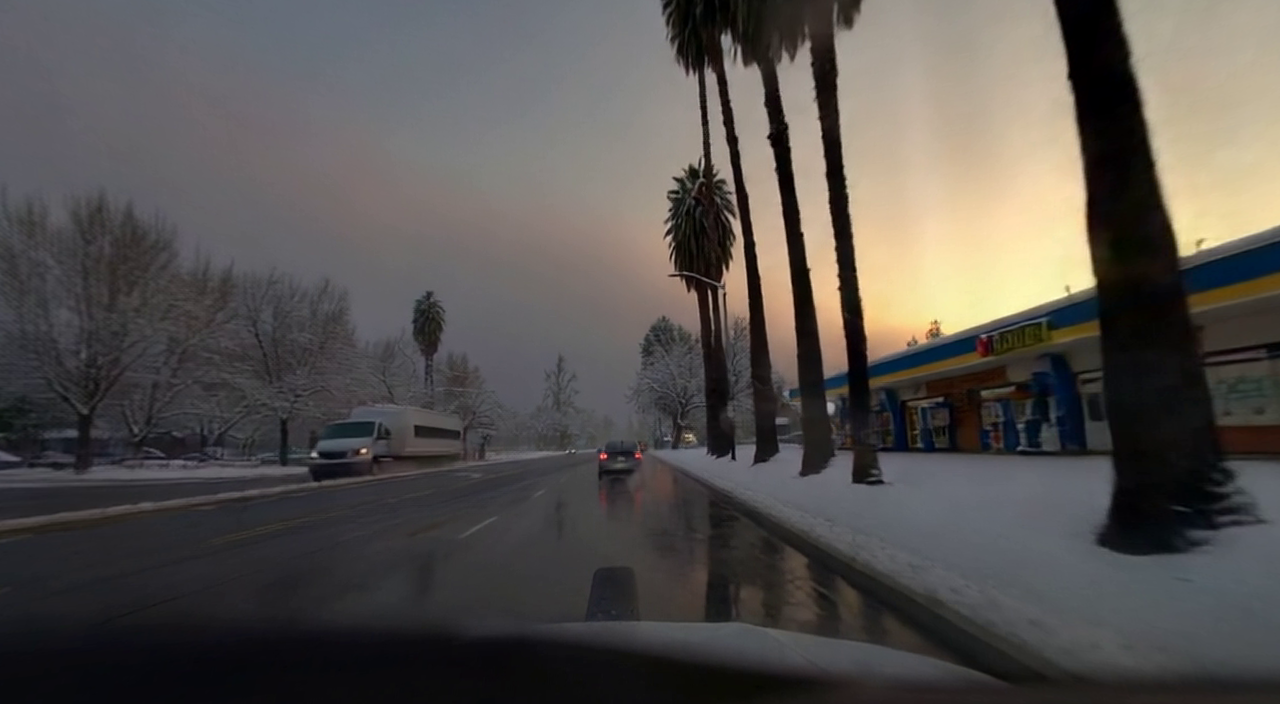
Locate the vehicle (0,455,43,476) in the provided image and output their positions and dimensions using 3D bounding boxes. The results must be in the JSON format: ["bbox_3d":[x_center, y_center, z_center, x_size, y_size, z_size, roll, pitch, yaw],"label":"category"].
[{"bbox_3d":[-48.656,8.794,49.121,4.087,1.460,1.861,-4,-9,27],"label":"vehicle"}]

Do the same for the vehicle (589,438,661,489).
[{"bbox_3d":[-0.462,3.553,20.466,2.076,1.486,4.119,0,-8,-1],"label":"vehicle"}]

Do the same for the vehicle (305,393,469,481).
[{"bbox_3d":[-11.790,4.314,31.547,3.022,3.532,12.586,0,-8,0],"label":"vehicle"}]
